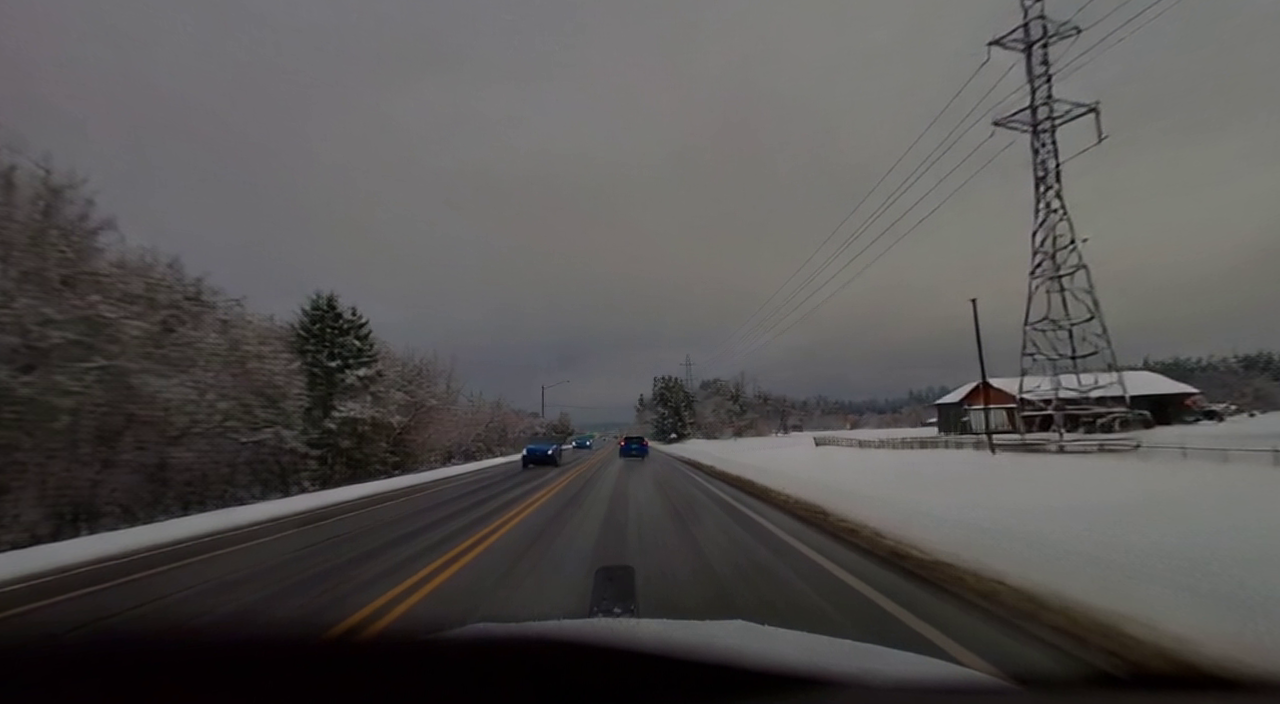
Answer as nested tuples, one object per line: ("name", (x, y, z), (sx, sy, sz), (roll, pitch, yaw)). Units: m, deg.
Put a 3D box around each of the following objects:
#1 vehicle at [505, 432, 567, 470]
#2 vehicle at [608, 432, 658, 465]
("vehicle", (-4.346, 4.197, 26.997), (2.034, 1.484, 4.183), (0, -8, -1))
("vehicle", (-0.359, 4.603, 30.230), (2.241, 1.471, 3.829), (1, -8, -1))
